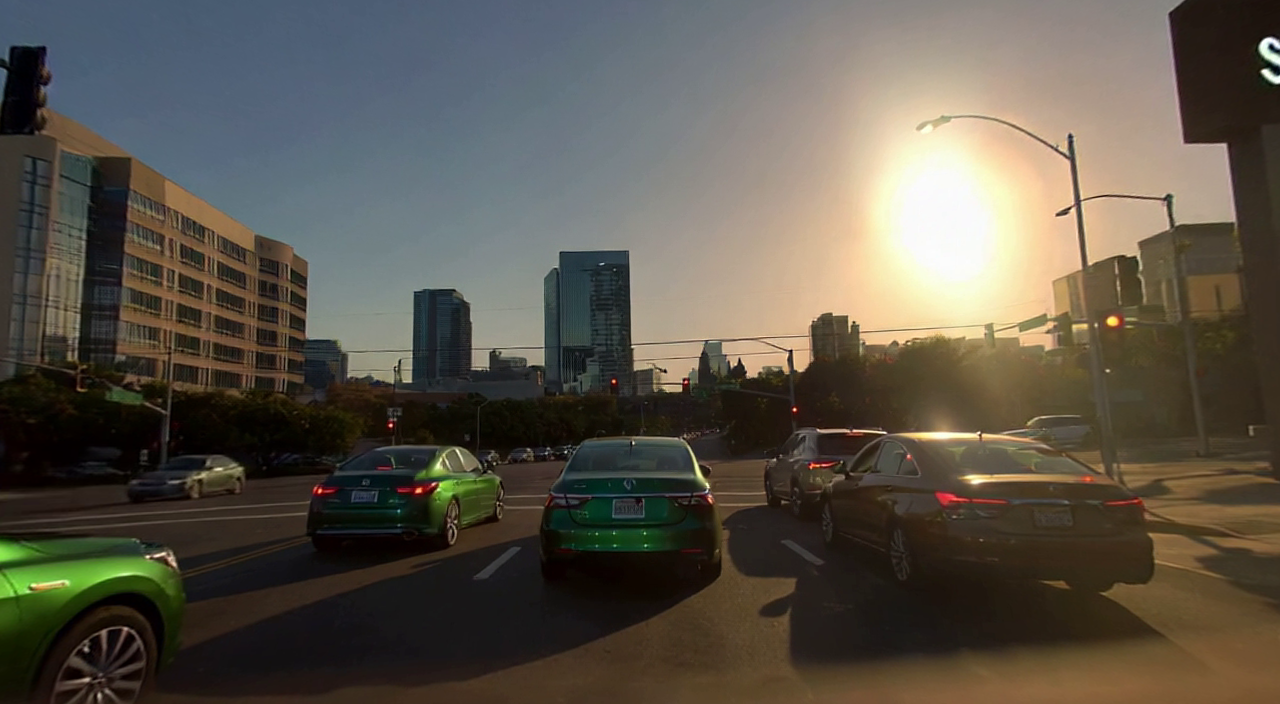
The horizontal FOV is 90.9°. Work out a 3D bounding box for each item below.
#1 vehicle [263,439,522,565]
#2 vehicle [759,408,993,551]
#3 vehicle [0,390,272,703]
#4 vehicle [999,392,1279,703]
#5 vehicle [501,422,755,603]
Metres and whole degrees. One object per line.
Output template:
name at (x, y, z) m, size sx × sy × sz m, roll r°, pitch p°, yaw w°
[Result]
vehicle at (-3.299, 2.076, 9.561) m, size 1.995 × 1.436 × 4.373 m, roll -1°, pitch -8°, yaw 3°
vehicle at (3.306, 1.879, 9.914) m, size 1.992 × 1.744 × 4.183 m, roll 0°, pitch -8°, yaw -1°
vehicle at (-3.477, 0.851, 1.870) m, size 2.016 × 1.547 × 4.414 m, roll 0°, pitch -8°, yaw 1°
vehicle at (3.935, 0.975, 3.123) m, size 1.800 × 1.519 × 4.198 m, roll 0°, pitch -8°, yaw 0°
vehicle at (-0.122, 1.664, 7.459) m, size 2.140 × 1.499 × 4.119 m, roll 0°, pitch -8°, yaw -1°
